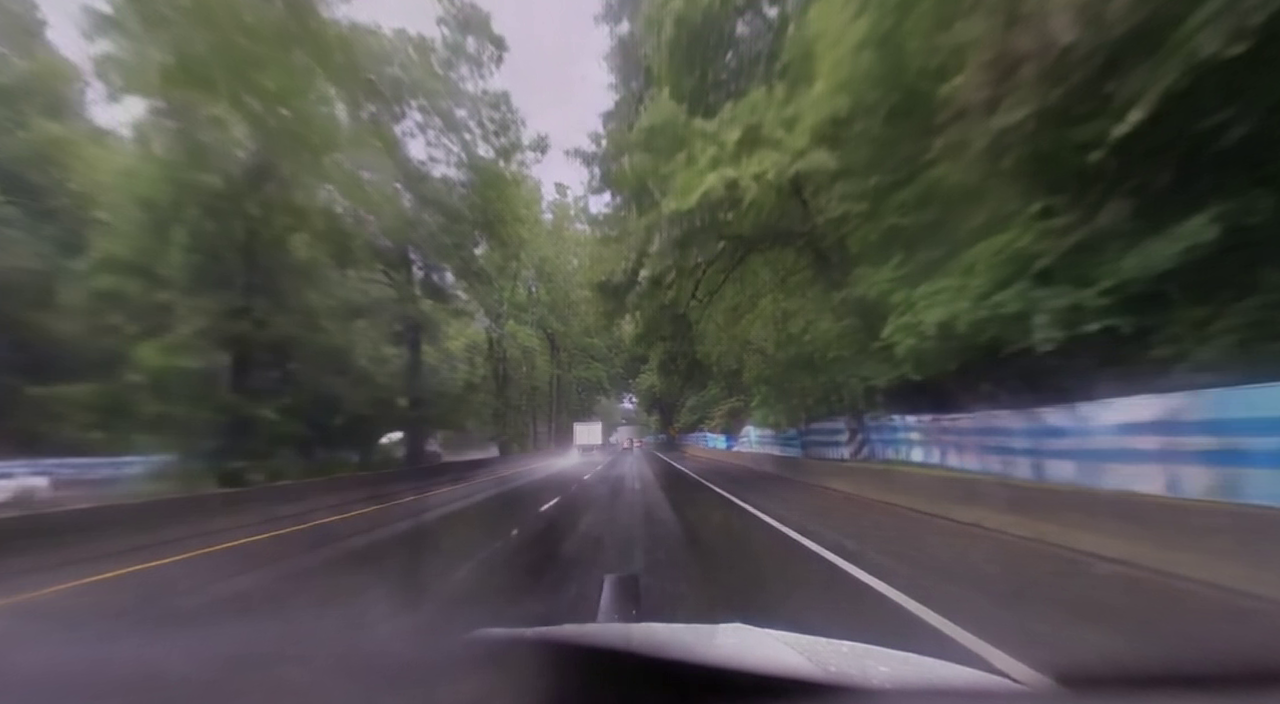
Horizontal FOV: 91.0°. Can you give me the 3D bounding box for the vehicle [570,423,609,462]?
[{"bbox_3d":[-3.654,6.654,46.432,2.484,2.625,5.907,0,-8,-1],"label":"vehicle"}]
